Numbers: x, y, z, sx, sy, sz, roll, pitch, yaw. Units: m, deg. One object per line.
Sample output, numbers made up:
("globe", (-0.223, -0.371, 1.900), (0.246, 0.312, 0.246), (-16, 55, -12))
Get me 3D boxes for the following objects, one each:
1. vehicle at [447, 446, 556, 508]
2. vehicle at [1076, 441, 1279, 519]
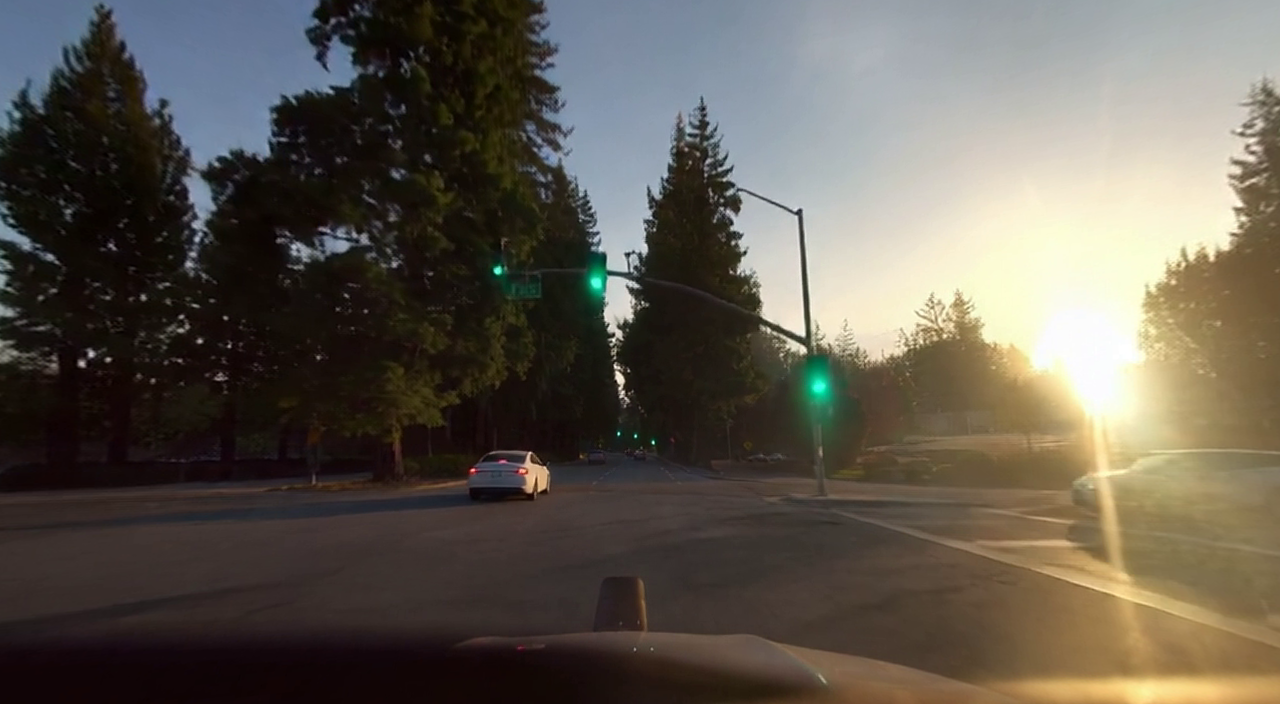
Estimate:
("vehicle", (-3.597, 3.316, 17.333), (1.968, 1.459, 4.433), (0, -8, 0))
("vehicle", (12.098, 2.598, 13.164), (4.632, 1.473, 1.889), (0, -8, -3))
